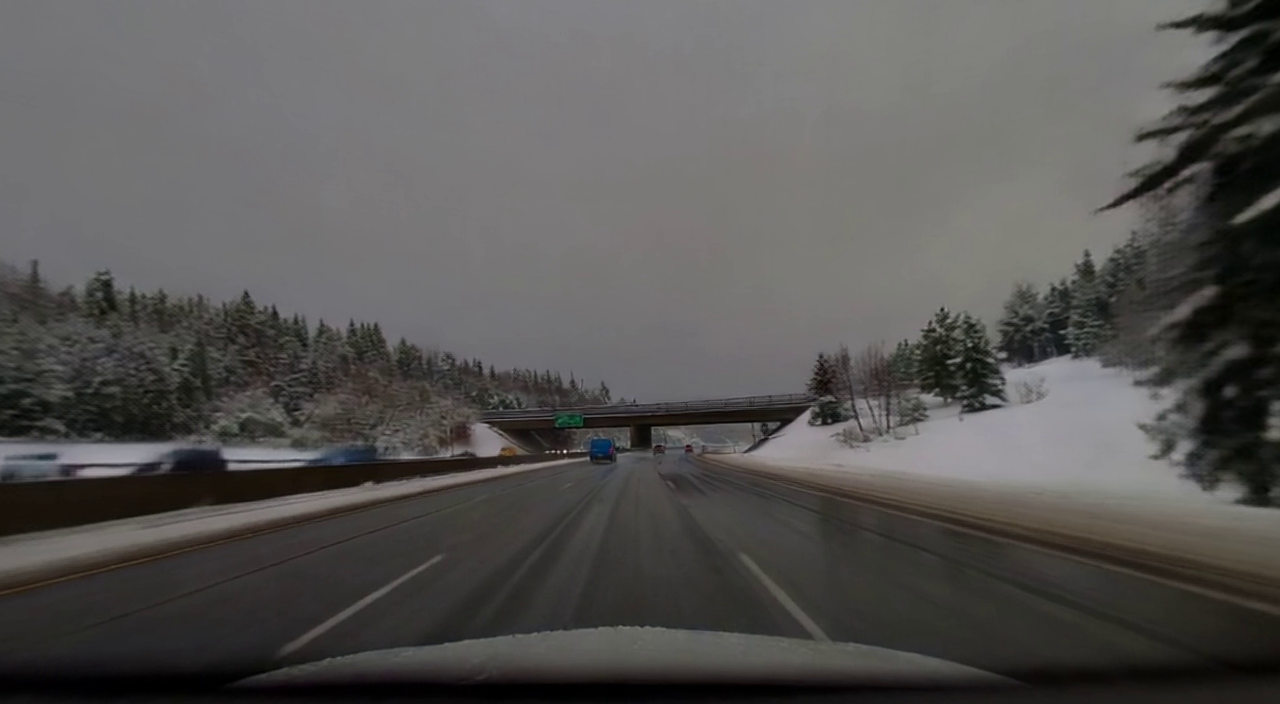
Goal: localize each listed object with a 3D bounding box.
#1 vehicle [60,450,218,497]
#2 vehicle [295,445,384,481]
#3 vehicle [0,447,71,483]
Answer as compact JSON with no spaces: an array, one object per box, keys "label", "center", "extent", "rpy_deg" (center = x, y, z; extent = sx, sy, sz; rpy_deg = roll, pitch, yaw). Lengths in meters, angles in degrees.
[{"label":"vehicle","center":[-17.810,4.305,22.791],"extent":[1.905,1.474,4.495],"rpy_deg":[0,-8,2]},{"label":"vehicle","center":[-13.548,4.989,28.768],"extent":[1.944,1.507,3.985],"rpy_deg":[0,-8,2]},{"label":"vehicle","center":[-31.188,5.542,30.997],"extent":[1.916,1.679,4.547],"rpy_deg":[-1,-8,7]}]
